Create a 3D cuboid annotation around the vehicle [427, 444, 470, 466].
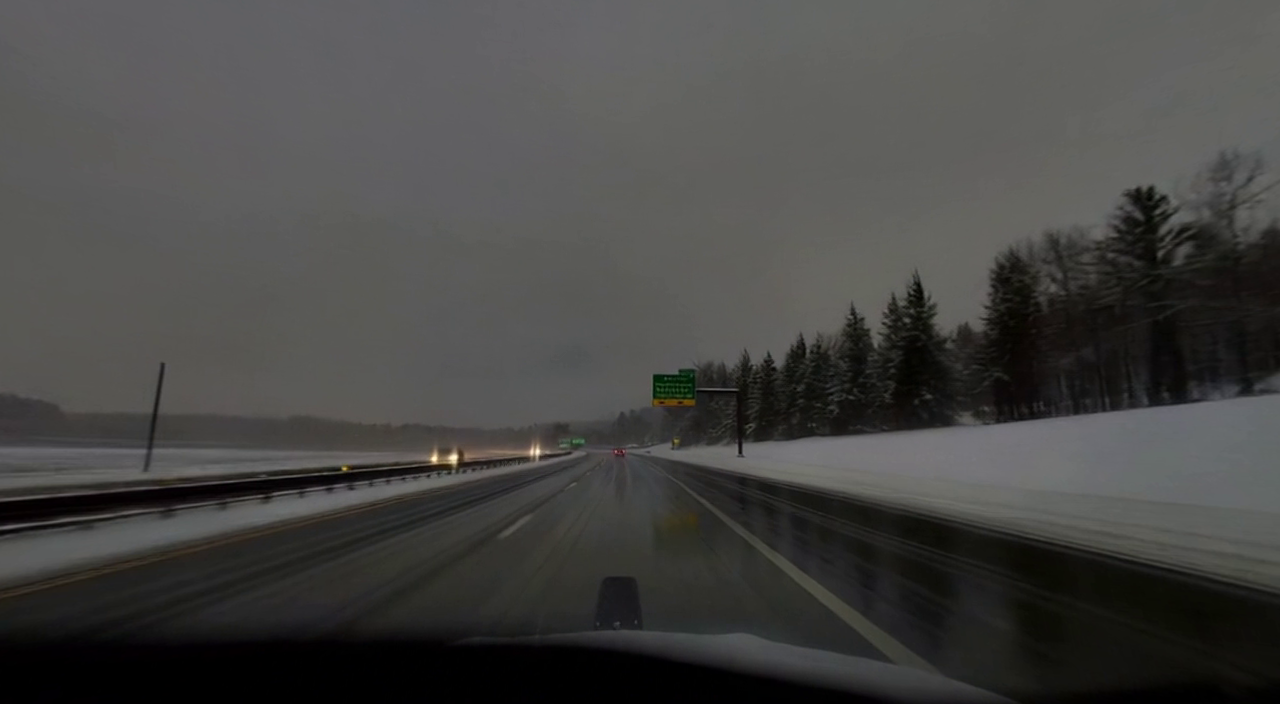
[{"bbox_3d":[-14.304,7.706,47.094,1.902,1.563,4.492,0,-9,-1],"label":"vehicle"}]
